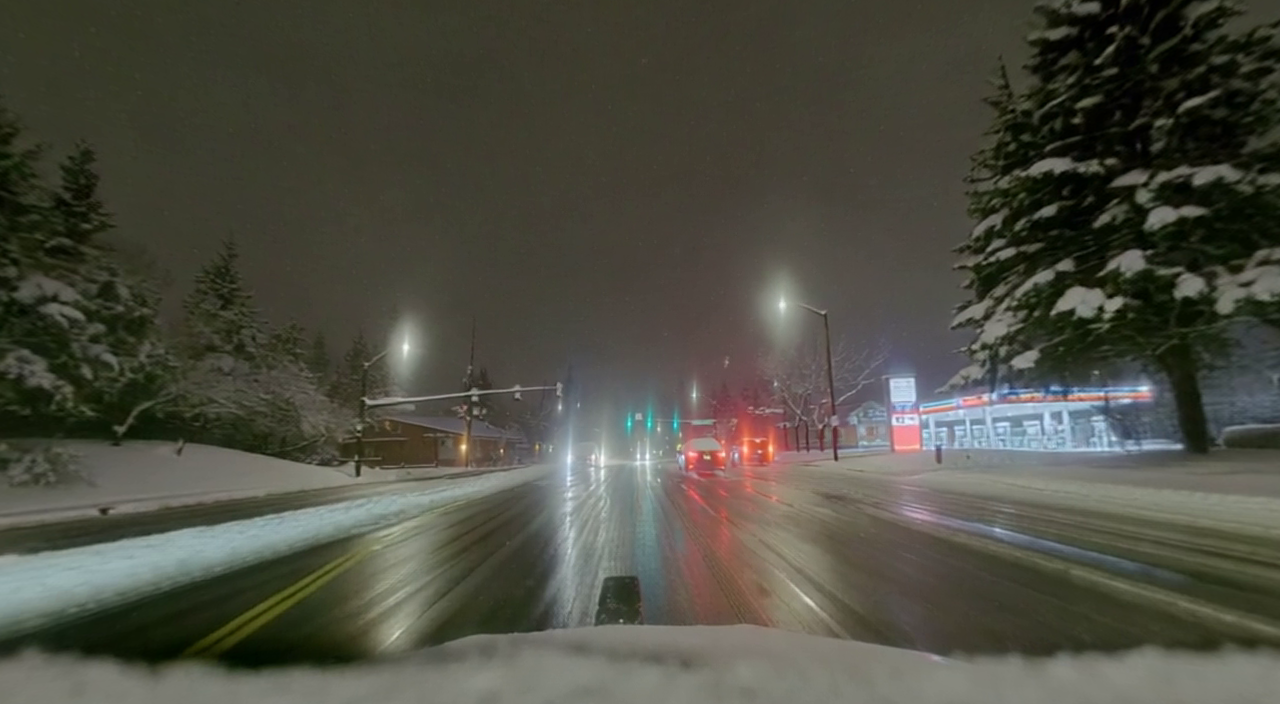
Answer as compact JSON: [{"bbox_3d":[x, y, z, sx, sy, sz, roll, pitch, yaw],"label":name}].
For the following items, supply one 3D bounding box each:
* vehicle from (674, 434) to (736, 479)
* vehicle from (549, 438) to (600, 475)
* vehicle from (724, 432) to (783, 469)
[{"bbox_3d":[2.774,4.582,28.013,2.140,1.800,4.660,0,-8,-1],"label":"vehicle"},{"bbox_3d":[-3.400,5.532,33.762,2.261,1.820,4.255,0,-8,0],"label":"vehicle"},{"bbox_3d":[7.029,6.187,39.824,2.510,2.176,5.527,0,-8,-2],"label":"vehicle"}]
